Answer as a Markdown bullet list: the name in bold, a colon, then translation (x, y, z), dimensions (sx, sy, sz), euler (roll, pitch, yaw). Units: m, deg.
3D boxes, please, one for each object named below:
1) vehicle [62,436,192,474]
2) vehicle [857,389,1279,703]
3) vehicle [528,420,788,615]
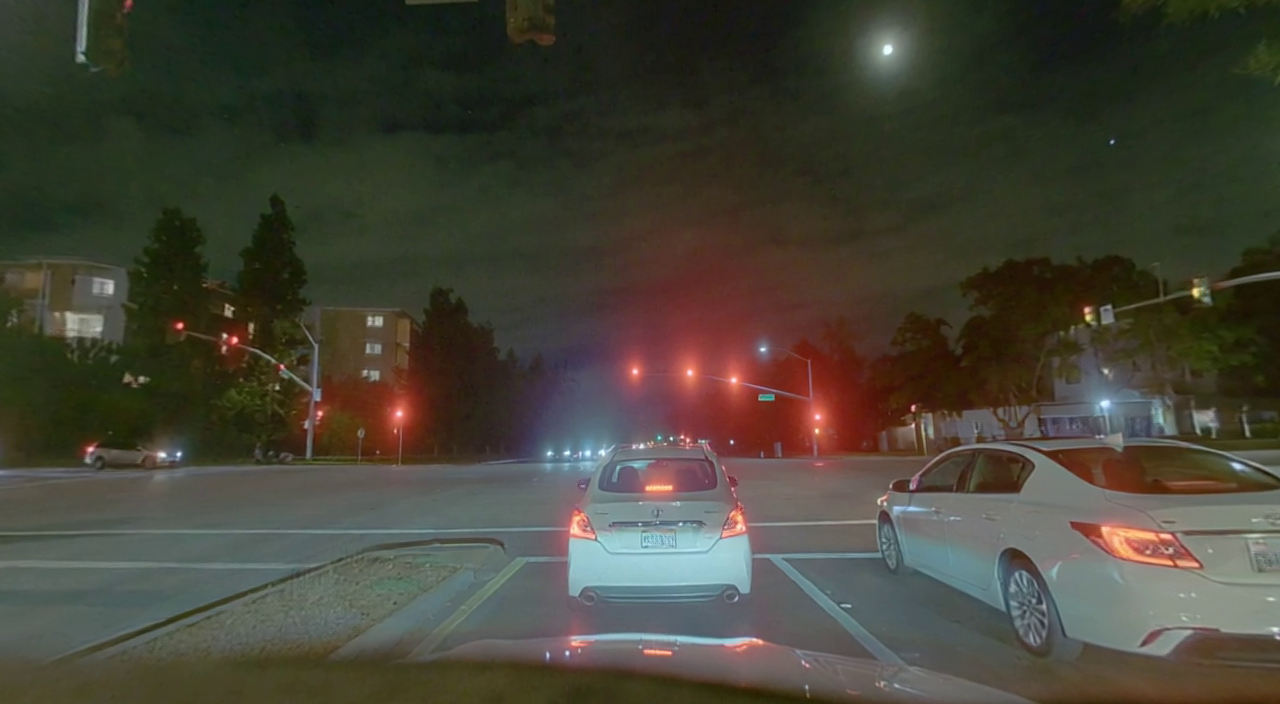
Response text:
- **vehicle**: translation (-24.278, 4.869, 29.983), dimensions (4.450, 1.684, 1.894), euler (0, -8, 0)
- **vehicle**: translation (3.169, 1.124, 3.894), dimensions (1.931, 1.493, 4.555), euler (0, -8, -1)
- **vehicle**: translation (0.099, 1.566, 6.879), dimensions (2.017, 1.485, 3.813), euler (0, -8, -1)
